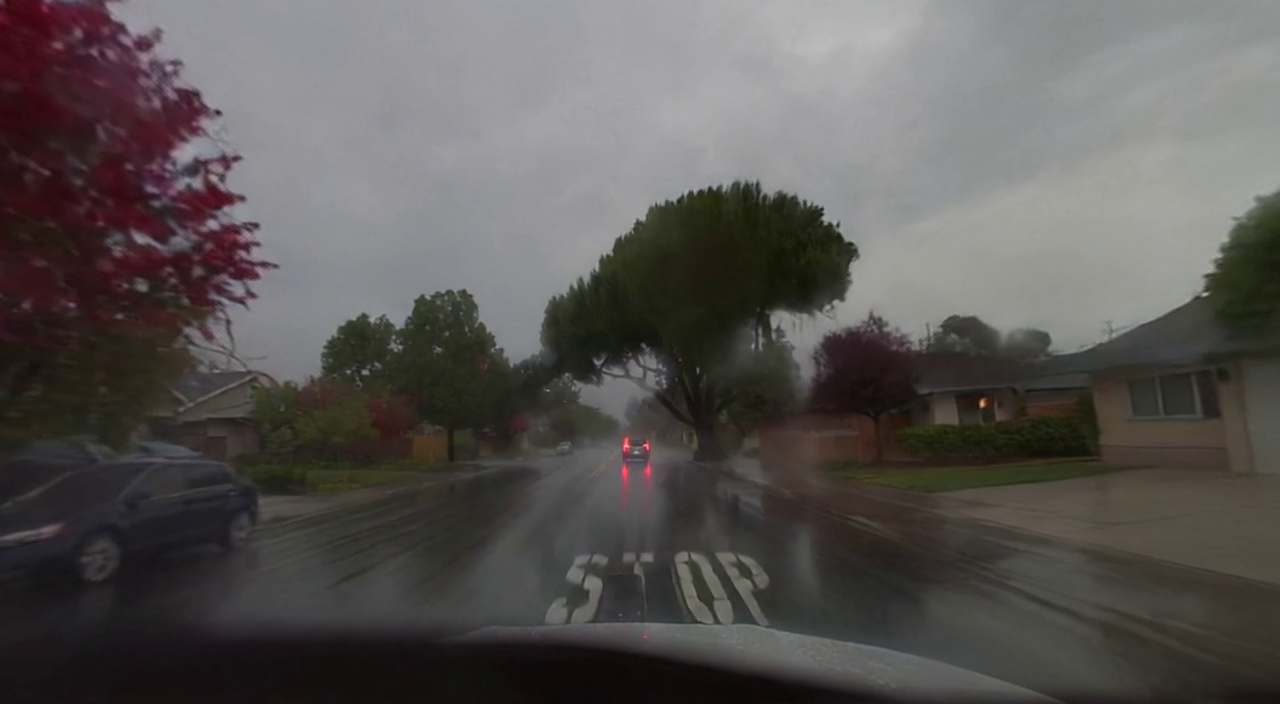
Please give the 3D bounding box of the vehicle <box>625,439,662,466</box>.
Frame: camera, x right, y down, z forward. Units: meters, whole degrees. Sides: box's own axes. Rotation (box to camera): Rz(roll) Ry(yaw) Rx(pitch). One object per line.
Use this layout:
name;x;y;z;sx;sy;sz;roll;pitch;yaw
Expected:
vehicle;0.201;5.841;36.637;2.043;1.484;4.340;0;-9;0

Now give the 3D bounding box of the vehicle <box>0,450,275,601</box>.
vehicle;-6.956;2.085;8.440;1.789;1.481;3.957;0;-9;-1
